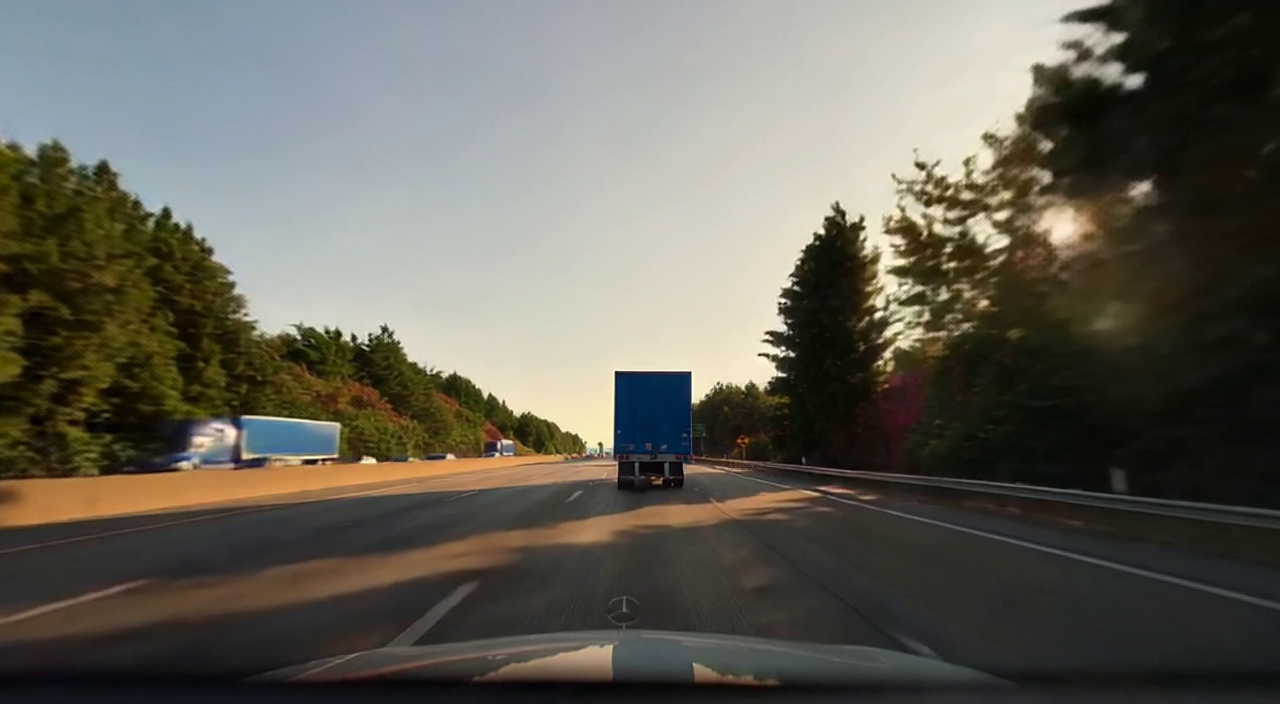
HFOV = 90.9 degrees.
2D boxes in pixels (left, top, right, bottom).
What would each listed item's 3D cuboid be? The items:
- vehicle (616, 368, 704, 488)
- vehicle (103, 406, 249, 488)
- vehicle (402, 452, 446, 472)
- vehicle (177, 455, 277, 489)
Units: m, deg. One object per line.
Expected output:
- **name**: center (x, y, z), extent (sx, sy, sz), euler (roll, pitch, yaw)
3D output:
- **vehicle**: center (0.609, 3.271, 25.934), extent (2.898, 3.973, 10.063), euler (0, -9, 0)
- **vehicle**: center (-23.882, 4.952, 32.919), extent (3.064, 3.891, 5.775), euler (0, -9, -1)
- **vehicle**: center (-15.937, 8.109, 46.665), extent (1.833, 1.421, 4.005), euler (0, -9, 0)
- **vehicle**: center (-19.597, 5.685, 30.168), extent (1.809, 1.437, 4.370), euler (0, -9, 0)
